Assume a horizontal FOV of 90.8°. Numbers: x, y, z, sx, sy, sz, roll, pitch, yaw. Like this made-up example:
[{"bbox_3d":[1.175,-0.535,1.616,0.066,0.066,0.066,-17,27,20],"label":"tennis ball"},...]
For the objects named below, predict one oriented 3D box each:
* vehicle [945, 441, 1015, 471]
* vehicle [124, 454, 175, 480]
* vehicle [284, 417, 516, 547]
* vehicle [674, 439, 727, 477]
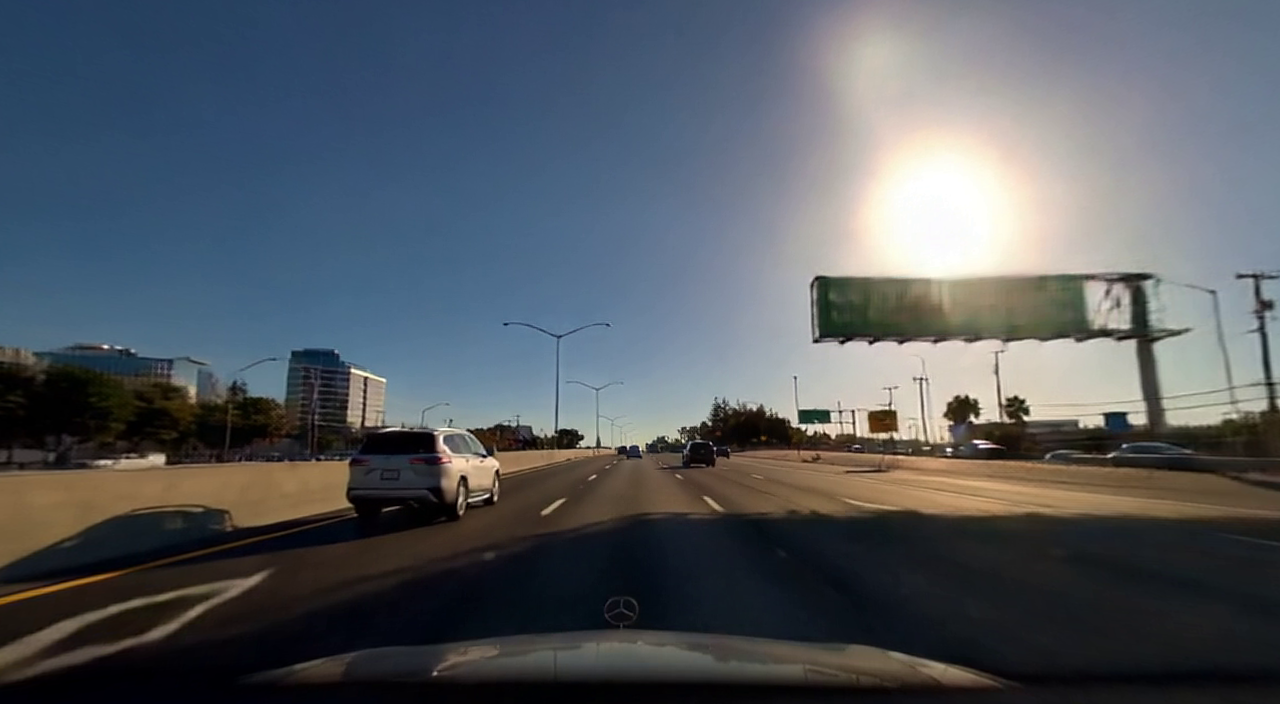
[{"bbox_3d":[21.986,6.731,41.085,2.070,1.782,5.006,-1,-9,4],"label":"vehicle"},{"bbox_3d":[-37.728,8.819,48.627,1.785,1.903,2.419,-2,-8,7],"label":"vehicle"},{"bbox_3d":[-3.626,2.064,10.688,2.099,1.682,4.590,0,-9,0],"label":"vehicle"},{"bbox_3d":[2.785,4.990,30.040,1.997,1.638,4.281,0,-9,-1],"label":"vehicle"}]
